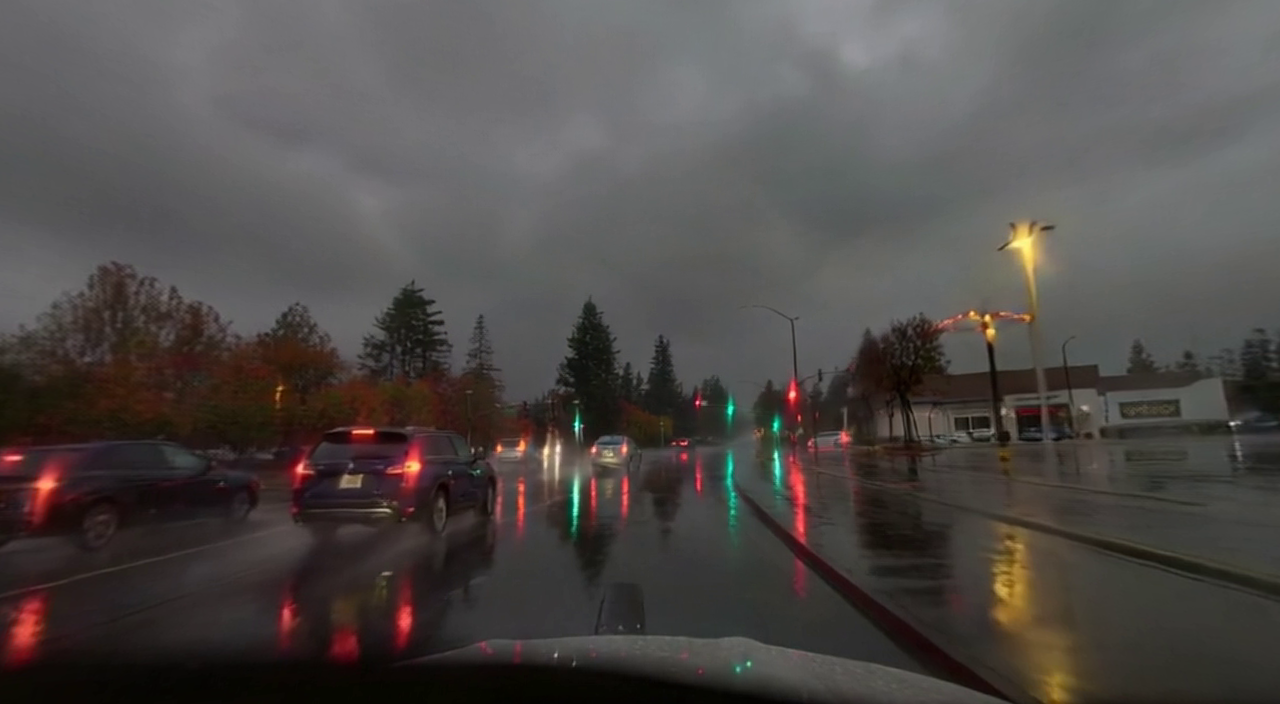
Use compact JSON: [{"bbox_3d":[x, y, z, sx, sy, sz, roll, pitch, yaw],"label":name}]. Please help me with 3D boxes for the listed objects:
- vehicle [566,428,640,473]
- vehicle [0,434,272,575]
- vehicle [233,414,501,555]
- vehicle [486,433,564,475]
[{"bbox_3d":[-1.535,4.392,28.255,2.167,1.832,4.679,-2,-9,11],"label":"vehicle"},{"bbox_3d":[-7.622,2.023,9.197,1.974,1.558,3.949,-1,-8,3],"label":"vehicle"},{"bbox_3d":[-3.747,1.889,9.679,2.002,1.664,4.113,-1,-8,4],"label":"vehicle"},{"bbox_3d":[-5.296,4.785,29.870,2.160,1.779,4.549,-2,-8,10],"label":"vehicle"}]
